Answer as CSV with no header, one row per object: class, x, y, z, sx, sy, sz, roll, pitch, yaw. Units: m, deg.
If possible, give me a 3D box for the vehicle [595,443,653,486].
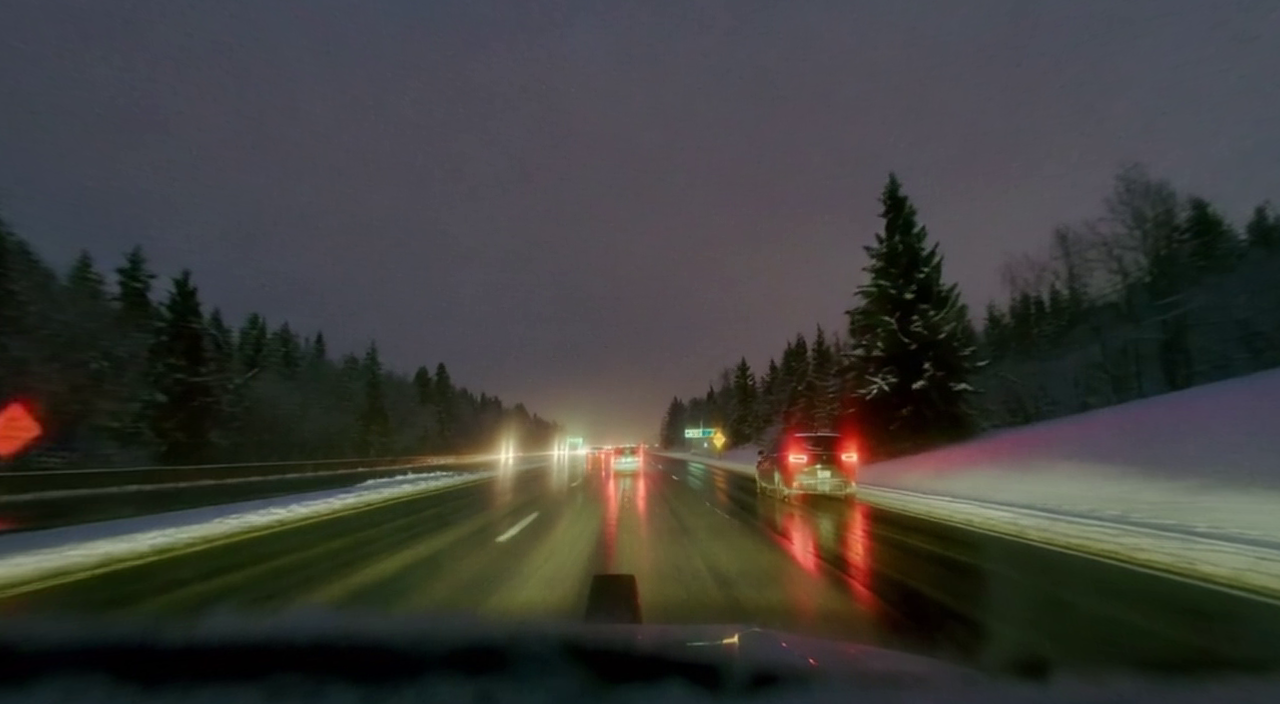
vehicle,-0.579,4.277,24.129,2.066,1.490,3.759,-1,-9,0
